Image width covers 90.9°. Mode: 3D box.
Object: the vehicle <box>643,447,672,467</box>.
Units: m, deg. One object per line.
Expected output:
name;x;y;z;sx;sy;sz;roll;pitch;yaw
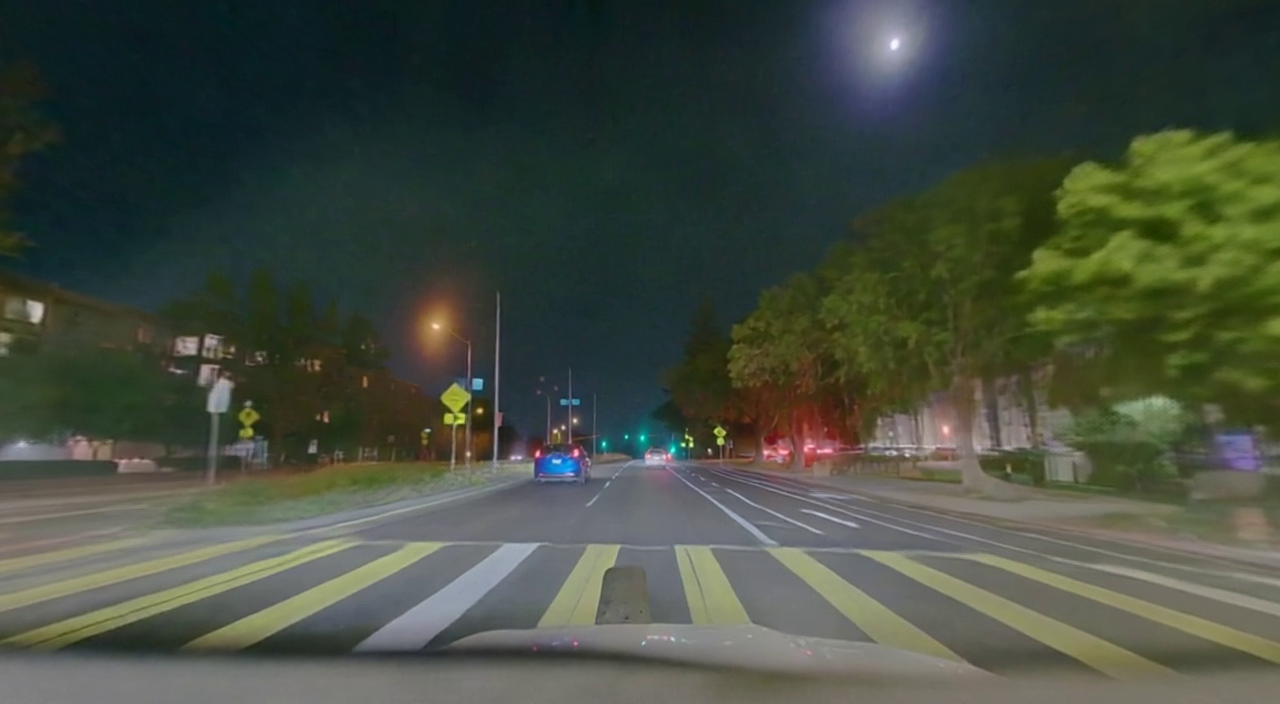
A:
vehicle;1.308;7.946;47.821;2.075;1.480;3.920;0;-9;0

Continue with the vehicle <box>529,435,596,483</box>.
vehicle;-3.128;4.409;26.331;2.150;1.812;4.423;0;-9;1
